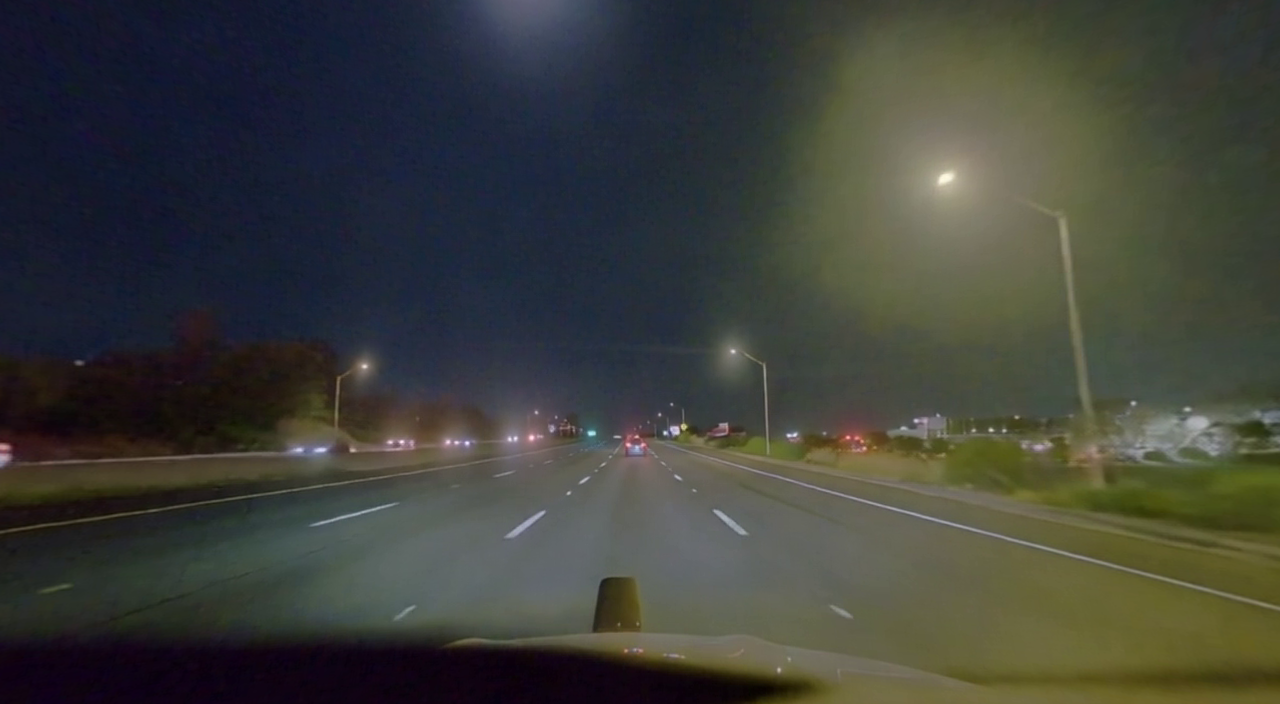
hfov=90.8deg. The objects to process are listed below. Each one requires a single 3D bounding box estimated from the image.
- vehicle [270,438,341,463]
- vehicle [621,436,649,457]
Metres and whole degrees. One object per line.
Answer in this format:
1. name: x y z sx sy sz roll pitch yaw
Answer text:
1. vehicle: -21.489 6.338 40.838 2.059 1.538 4.710 0 -8 0
2. vehicle: -0.399 7.113 47.598 2.025 1.460 4.189 0 -8 -1
